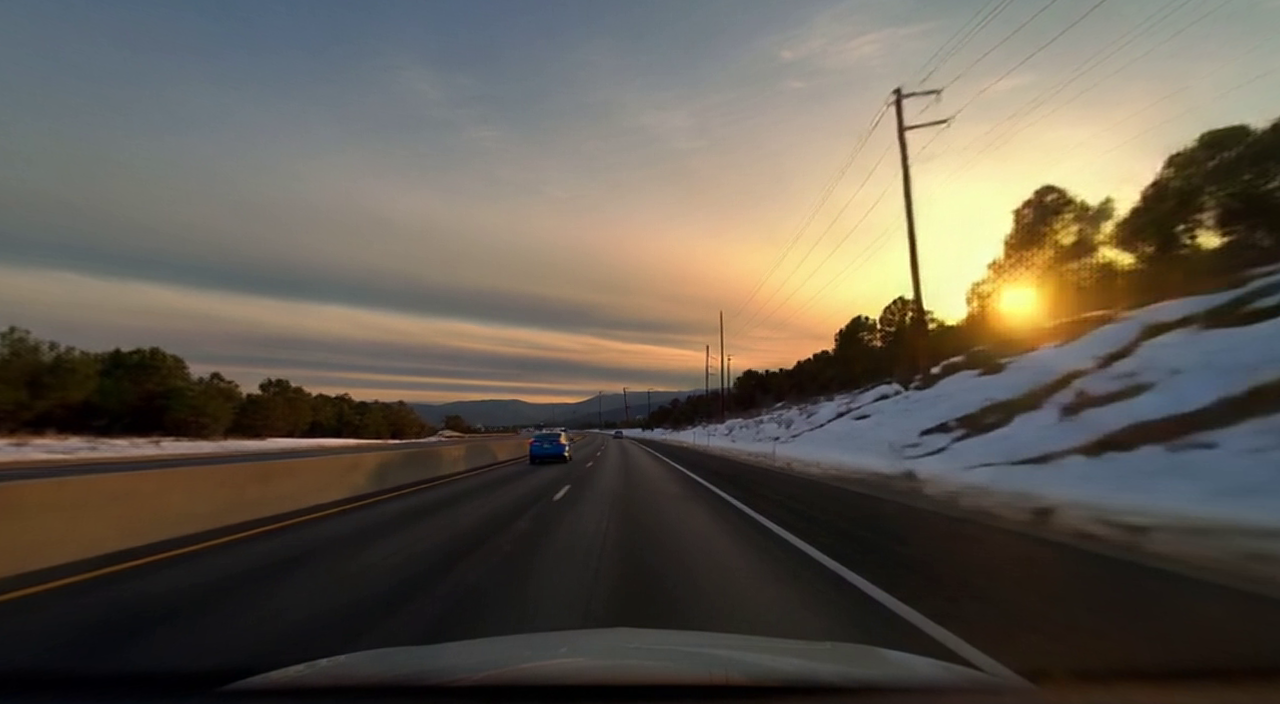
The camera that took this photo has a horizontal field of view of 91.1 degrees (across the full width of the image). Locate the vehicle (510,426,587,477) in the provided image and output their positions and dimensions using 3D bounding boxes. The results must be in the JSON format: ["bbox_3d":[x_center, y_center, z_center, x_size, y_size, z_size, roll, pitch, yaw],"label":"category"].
[{"bbox_3d":[-2.928,3.282,20.995,1.999,1.536,3.969,0,-8,0],"label":"vehicle"}]
